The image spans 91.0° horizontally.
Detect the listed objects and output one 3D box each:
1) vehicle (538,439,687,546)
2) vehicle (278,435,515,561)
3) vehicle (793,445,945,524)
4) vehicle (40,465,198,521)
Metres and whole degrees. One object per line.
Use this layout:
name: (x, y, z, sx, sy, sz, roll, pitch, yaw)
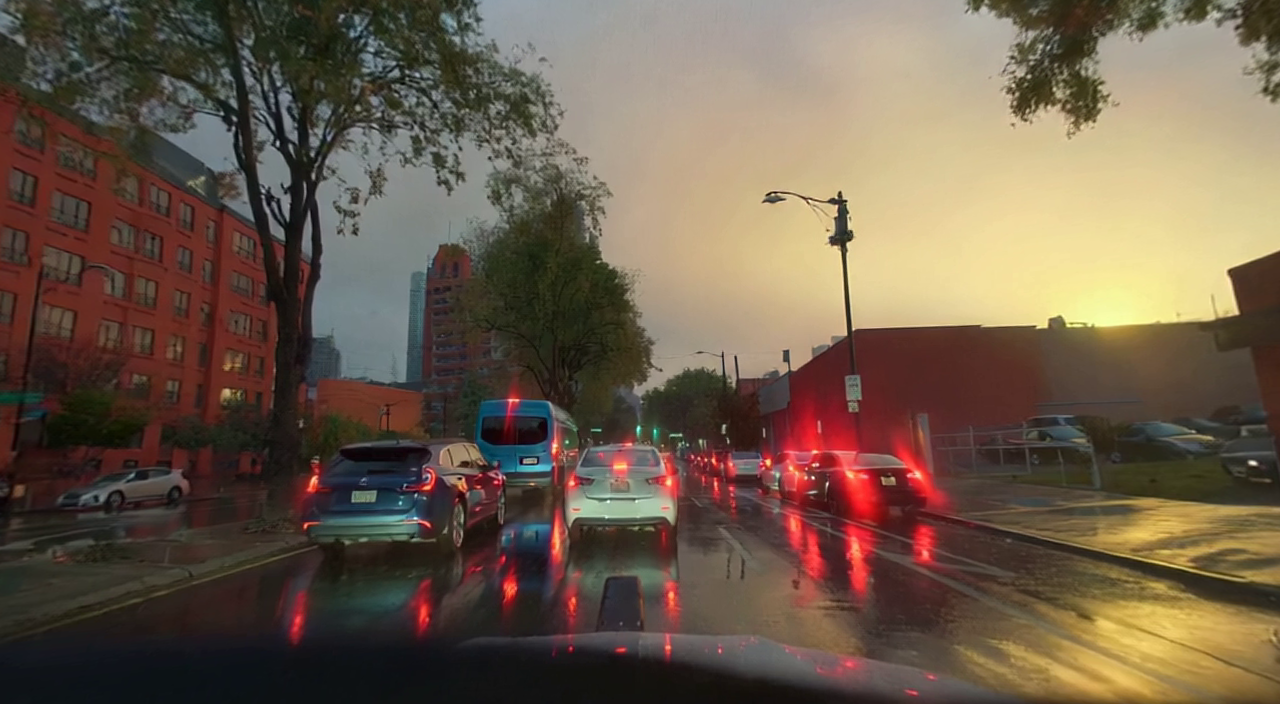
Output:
vehicle: (-0.393, 2.348, 11.231, 2.152, 1.518, 4.113, 0, -9, 0)
vehicle: (-3.517, 2.181, 10.200, 1.995, 1.554, 4.426, 0, -9, 1)
vehicle: (4.902, 2.864, 14.176, 1.832, 1.491, 4.054, 1, -9, -1)
vehicle: (-17.878, 4.800, 21.933, 1.802, 1.609, 4.284, 0, -9, 0)
